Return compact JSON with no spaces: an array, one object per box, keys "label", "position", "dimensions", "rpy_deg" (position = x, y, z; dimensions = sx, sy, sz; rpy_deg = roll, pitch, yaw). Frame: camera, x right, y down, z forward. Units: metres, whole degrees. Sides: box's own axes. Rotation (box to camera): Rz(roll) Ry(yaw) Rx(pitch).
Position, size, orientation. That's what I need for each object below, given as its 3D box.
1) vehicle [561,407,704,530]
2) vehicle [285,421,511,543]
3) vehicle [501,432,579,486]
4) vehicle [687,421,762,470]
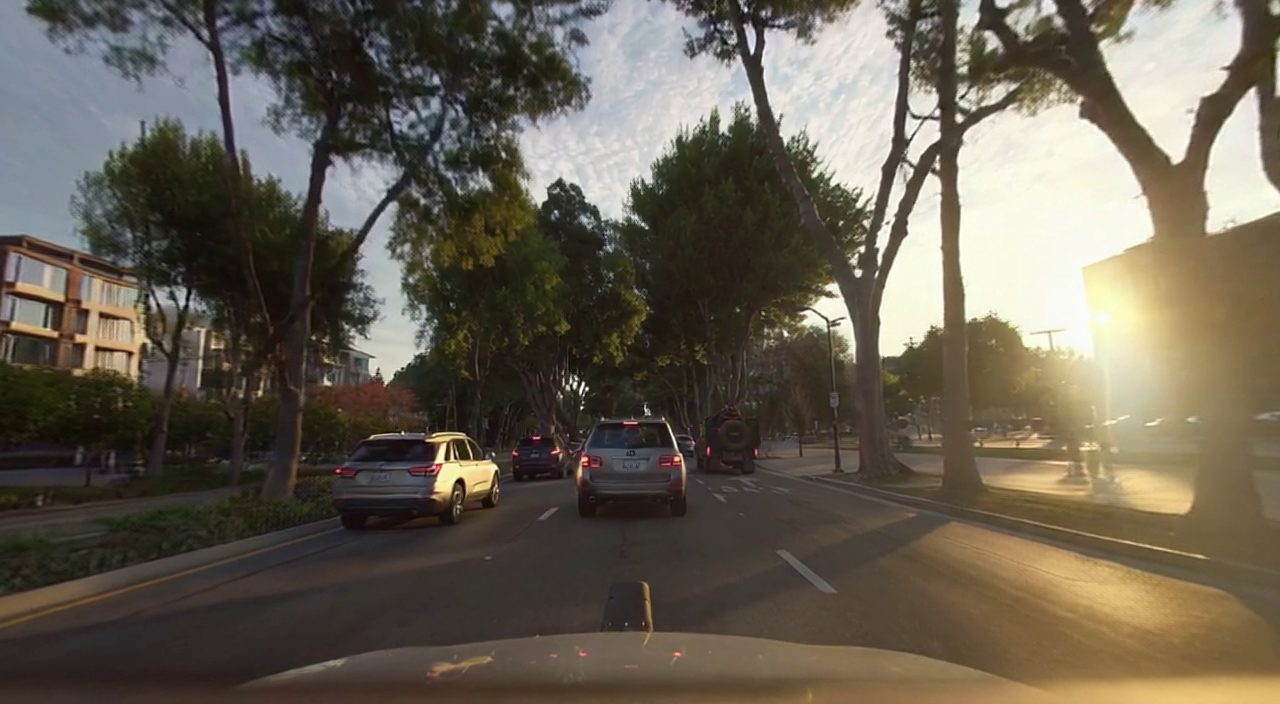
[{"label":"vehicle","position":[-0.085,1.995,11.273],"dimensions":[2.075,1.770,4.018],"rpy_deg":[0,-8,1]},{"label":"vehicle","position":[-3.741,2.089,10.852],"dimensions":[1.959,1.614,4.676],"rpy_deg":[0,-8,1]},{"label":"vehicle","position":[-3.233,3.537,21.132],"dimensions":[1.894,1.642,3.861],"rpy_deg":[0,-8,1]},{"label":"vehicle","position":[3.780,4.385,29.575],"dimensions":[2.655,2.054,6.098],"rpy_deg":[0,-8,0]}]
